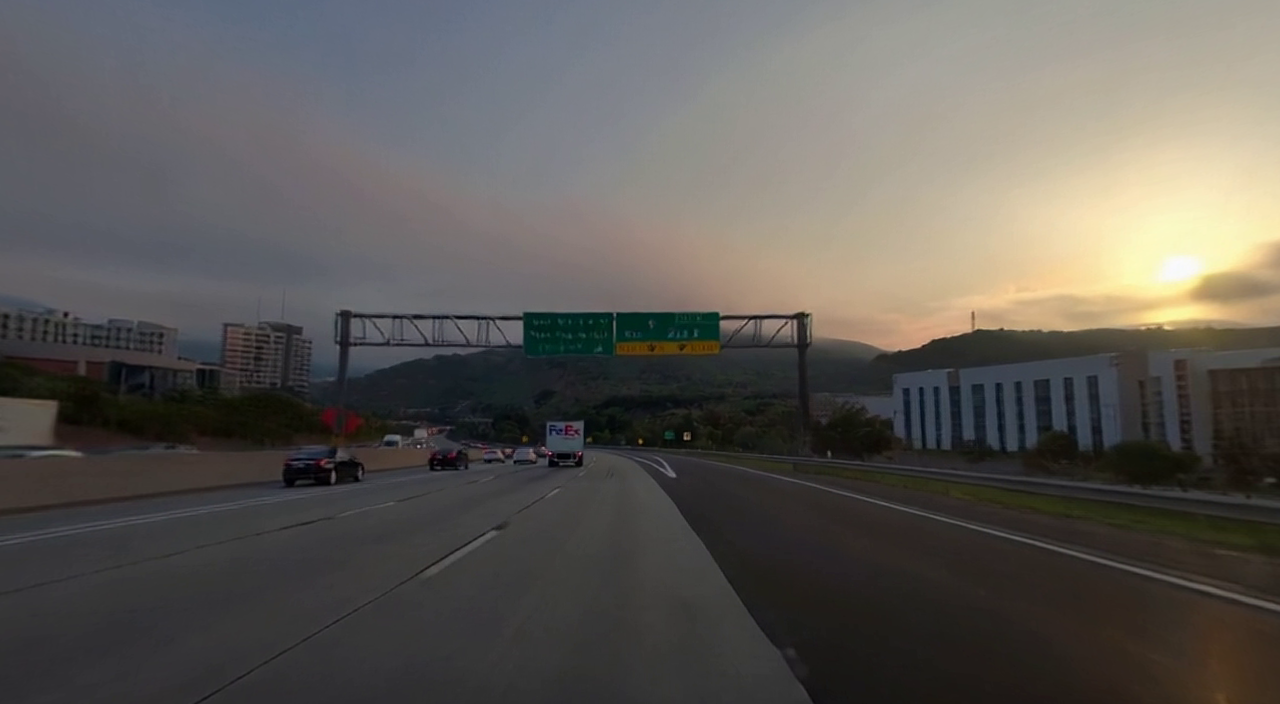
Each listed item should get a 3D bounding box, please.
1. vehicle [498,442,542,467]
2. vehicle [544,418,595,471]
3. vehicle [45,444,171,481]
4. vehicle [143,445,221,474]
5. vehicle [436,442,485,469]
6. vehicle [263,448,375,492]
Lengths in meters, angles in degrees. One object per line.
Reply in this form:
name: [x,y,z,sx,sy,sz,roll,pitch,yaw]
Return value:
vehicle: [-8.987,7.679,47.609,2.461,1.767,4.991,0,-8,-2]
vehicle: [-4.675,6.254,43.335,2.798,3.212,7.573,2,-7,-2]
vehicle: [-24.916,5.144,29.816,1.904,1.575,4.743,0,-8,-1]
vehicle: [-29.048,6.775,40.166,1.831,1.625,4.209,3,-8,-2]
vehicle: [-12.739,7.359,45.104,2.188,1.784,4.724,0,-8,-1]
vehicle: [-11.700,4.305,23.390,1.879,1.431,4.425,0,-8,-1]
